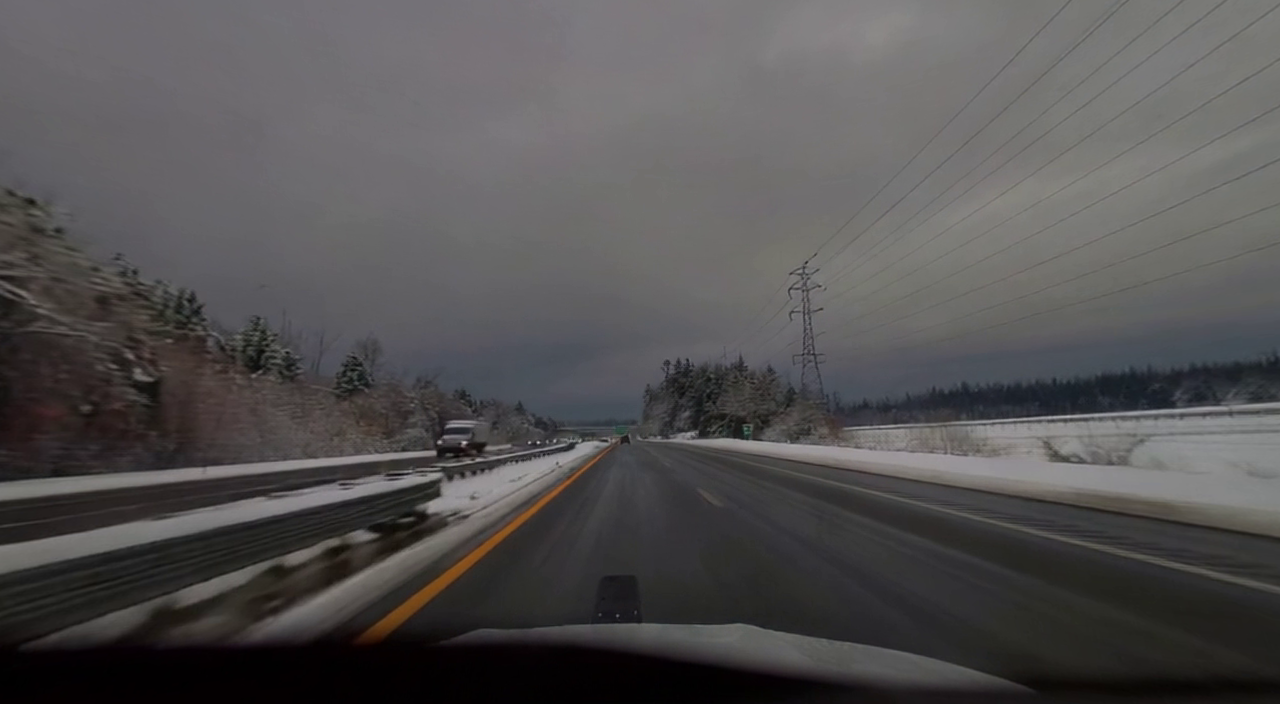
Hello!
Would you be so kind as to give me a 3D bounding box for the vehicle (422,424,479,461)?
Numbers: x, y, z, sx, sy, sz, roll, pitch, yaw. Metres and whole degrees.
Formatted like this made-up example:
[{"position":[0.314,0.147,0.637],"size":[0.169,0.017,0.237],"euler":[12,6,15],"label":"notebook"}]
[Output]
[{"position":[-13.902,6.661,46.656],"size":[2.394,2.513,5.779],"euler":[0,-8,-1],"label":"vehicle"}]
